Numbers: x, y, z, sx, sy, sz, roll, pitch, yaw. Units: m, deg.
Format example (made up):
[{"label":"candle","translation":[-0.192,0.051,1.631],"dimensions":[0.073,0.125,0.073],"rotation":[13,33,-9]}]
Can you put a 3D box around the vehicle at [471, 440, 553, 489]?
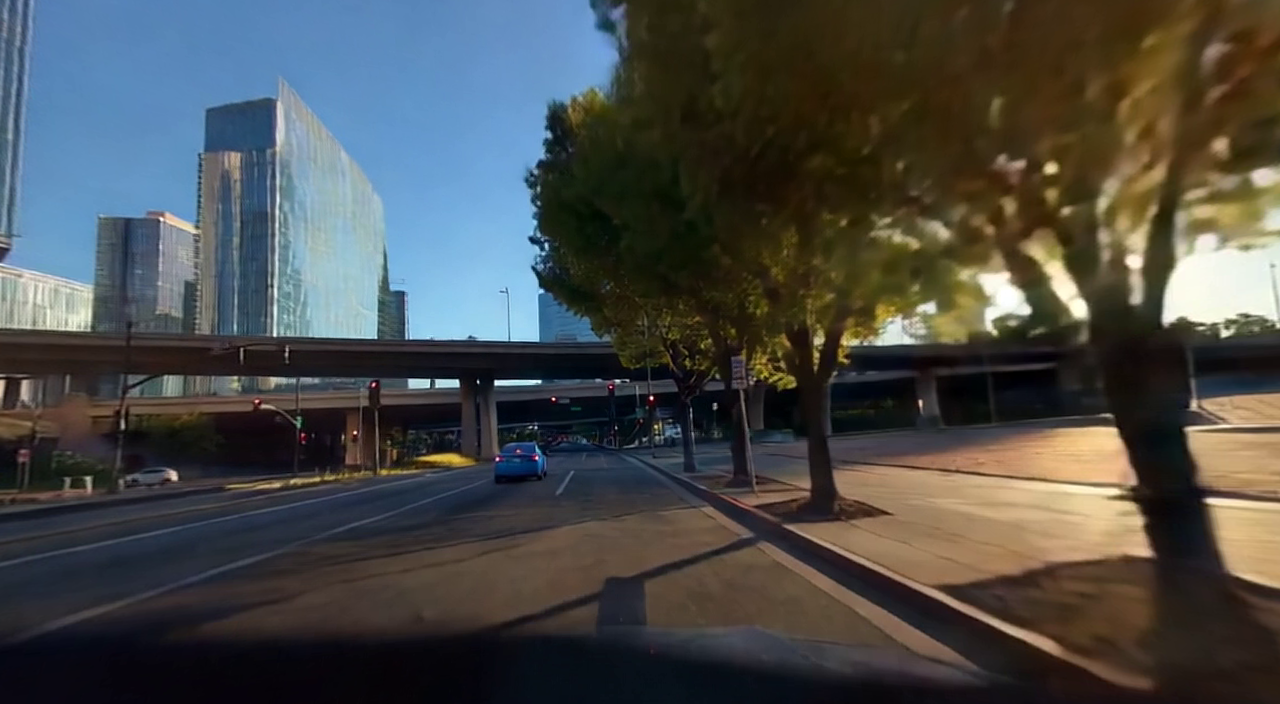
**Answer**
[{"label":"vehicle","translation":[-4.482,3.972,22.794],"dimensions":[2.154,1.465,4.532],"rotation":[-1,-8,-2]}]

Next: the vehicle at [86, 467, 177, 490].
[{"label":"vehicle","translation":[-37.517,9.332,46.718],"dimensions":[4.708,1.466,2.085],"rotation":[1,-9,-9]}]
